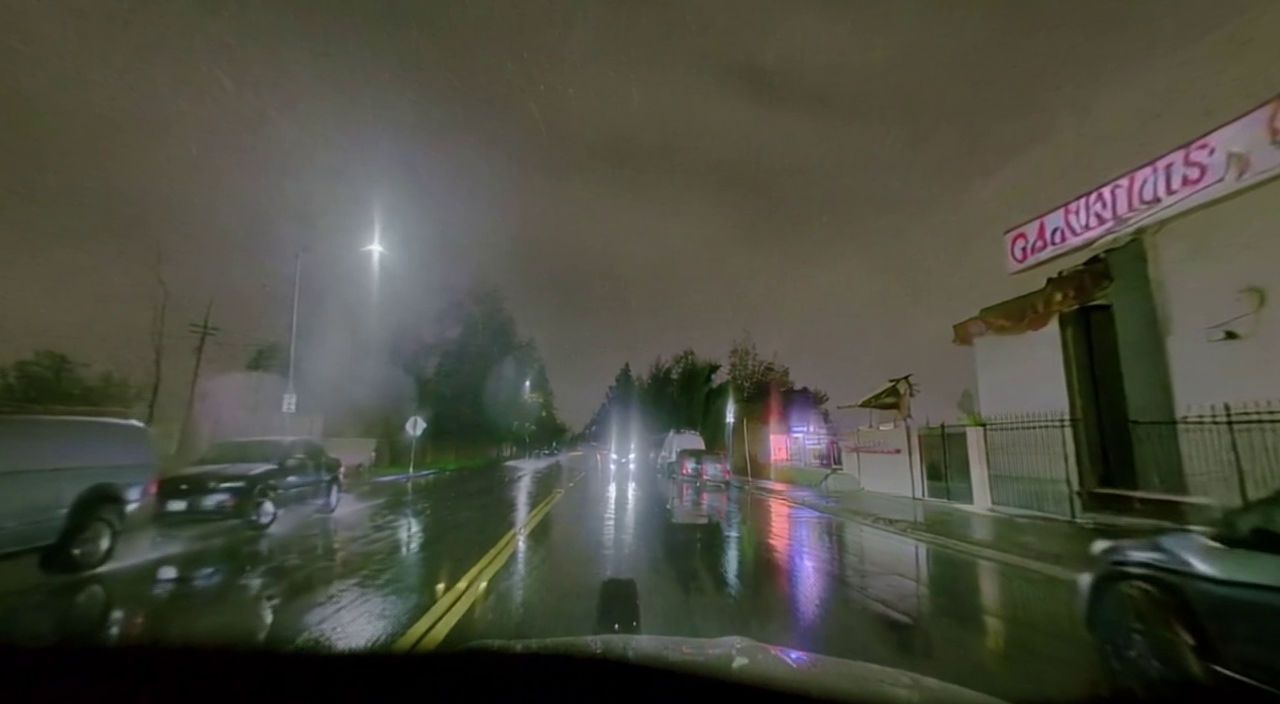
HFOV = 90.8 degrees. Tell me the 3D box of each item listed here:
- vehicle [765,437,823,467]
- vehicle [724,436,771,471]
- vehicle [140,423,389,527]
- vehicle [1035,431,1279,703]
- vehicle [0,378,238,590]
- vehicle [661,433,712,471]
[{"bbox_3d":[8.864,5.799,36.775,1.980,1.606,4.097,1,-9,-5],"label":"vehicle"},{"bbox_3d":[6.116,5.844,36.202,1.911,1.685,3.764,3,-12,-1],"label":"vehicle"},{"bbox_3d":[-7.234,2.414,13.055,2.173,1.685,5.139,0,-9,-3],"label":"vehicle"},{"bbox_3d":[3.852,1.015,1.991,2.050,1.475,4.613,2,-8,-4],"label":"vehicle"},{"bbox_3d":[-7.119,1.359,6.476,2.504,1.919,5.658,-2,-8,-3],"label":"vehicle"},{"bbox_3d":[2.439,5.449,34.697,2.158,1.900,5.376,0,-8,-2],"label":"vehicle"}]
